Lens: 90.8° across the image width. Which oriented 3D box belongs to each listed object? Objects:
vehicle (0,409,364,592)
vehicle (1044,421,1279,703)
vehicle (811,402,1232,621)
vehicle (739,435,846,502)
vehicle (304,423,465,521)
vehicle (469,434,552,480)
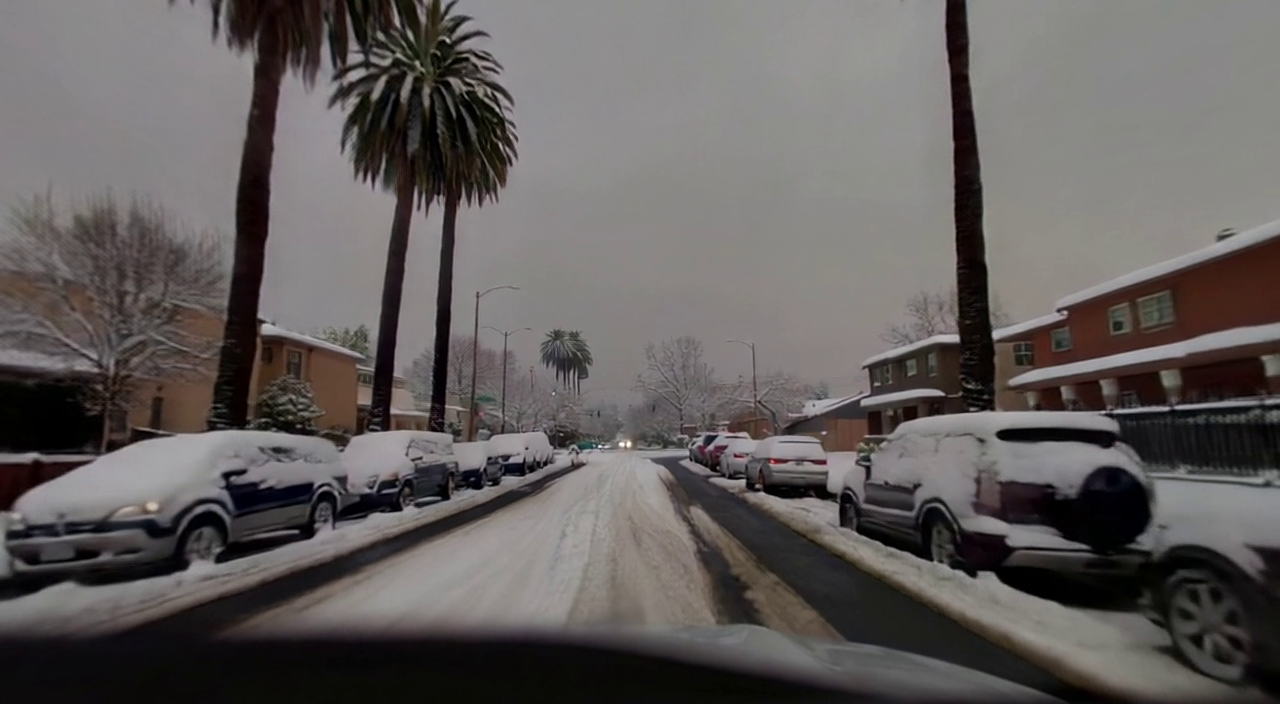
[{"bbox_3d":[-5.650,1.800,8.567,1.947,1.803,4.381,0,-8,-2],"label":"vehicle"},{"bbox_3d":[4.040,0.973,2.229,1.870,1.506,4.897,0,-8,-2],"label":"vehicle"},{"bbox_3d":[3.858,1.681,7.717,2.116,1.817,4.652,0,-8,-1],"label":"vehicle"},{"bbox_3d":[4.152,3.216,17.930,1.998,1.649,4.175,0,-8,0],"label":"vehicle"},{"bbox_3d":[-5.624,2.682,14.713,1.963,1.859,4.884,0,-8,-4],"label":"vehicle"},{"bbox_3d":[-5.521,4.583,27.976,2.316,1.808,5.876,0,-8,1],"label":"vehicle"}]
